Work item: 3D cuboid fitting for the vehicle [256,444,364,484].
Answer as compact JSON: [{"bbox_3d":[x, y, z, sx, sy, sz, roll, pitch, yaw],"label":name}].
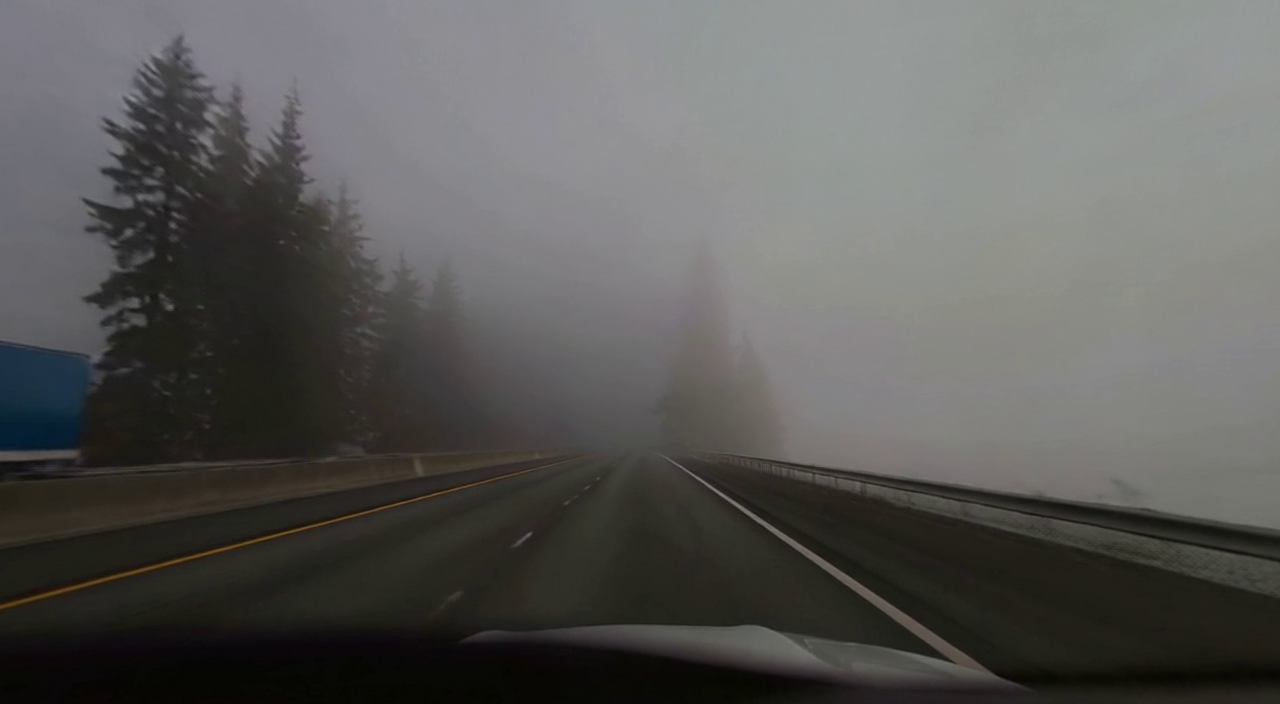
[{"bbox_3d":[-13.179,4.449,25.510,2.009,1.454,4.294,0,-8,0],"label":"vehicle"}]
